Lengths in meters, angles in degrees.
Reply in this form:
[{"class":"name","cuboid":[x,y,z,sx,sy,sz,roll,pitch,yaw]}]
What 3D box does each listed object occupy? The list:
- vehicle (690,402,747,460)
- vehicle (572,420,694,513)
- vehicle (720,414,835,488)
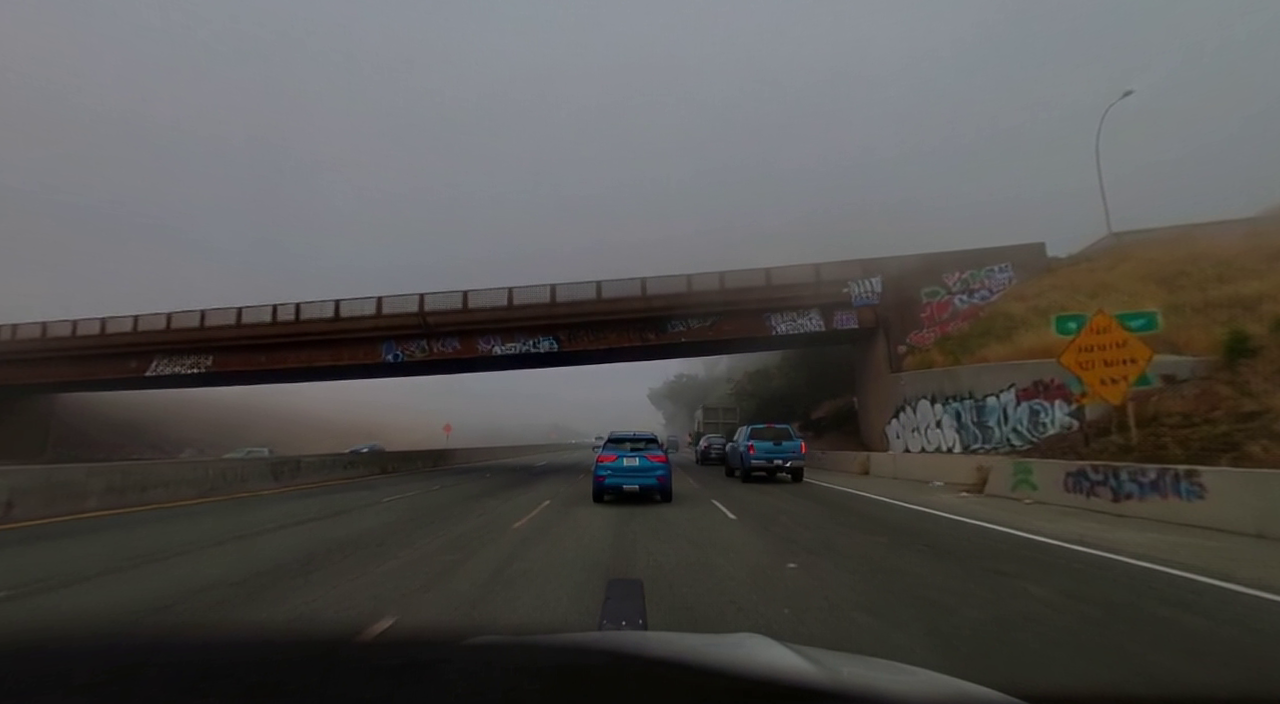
[{"class":"vehicle","cuboid":[4.932,5.213,40.991,2.873,3.408,7.323,0,-8,1]},{"class":"vehicle","cuboid":[-0.102,2.350,13.363,2.193,1.651,3.946,0,-8,1]},{"class":"vehicle","cuboid":[4.009,3.048,19.682,2.311,1.922,5.977,0,-8,1]}]
